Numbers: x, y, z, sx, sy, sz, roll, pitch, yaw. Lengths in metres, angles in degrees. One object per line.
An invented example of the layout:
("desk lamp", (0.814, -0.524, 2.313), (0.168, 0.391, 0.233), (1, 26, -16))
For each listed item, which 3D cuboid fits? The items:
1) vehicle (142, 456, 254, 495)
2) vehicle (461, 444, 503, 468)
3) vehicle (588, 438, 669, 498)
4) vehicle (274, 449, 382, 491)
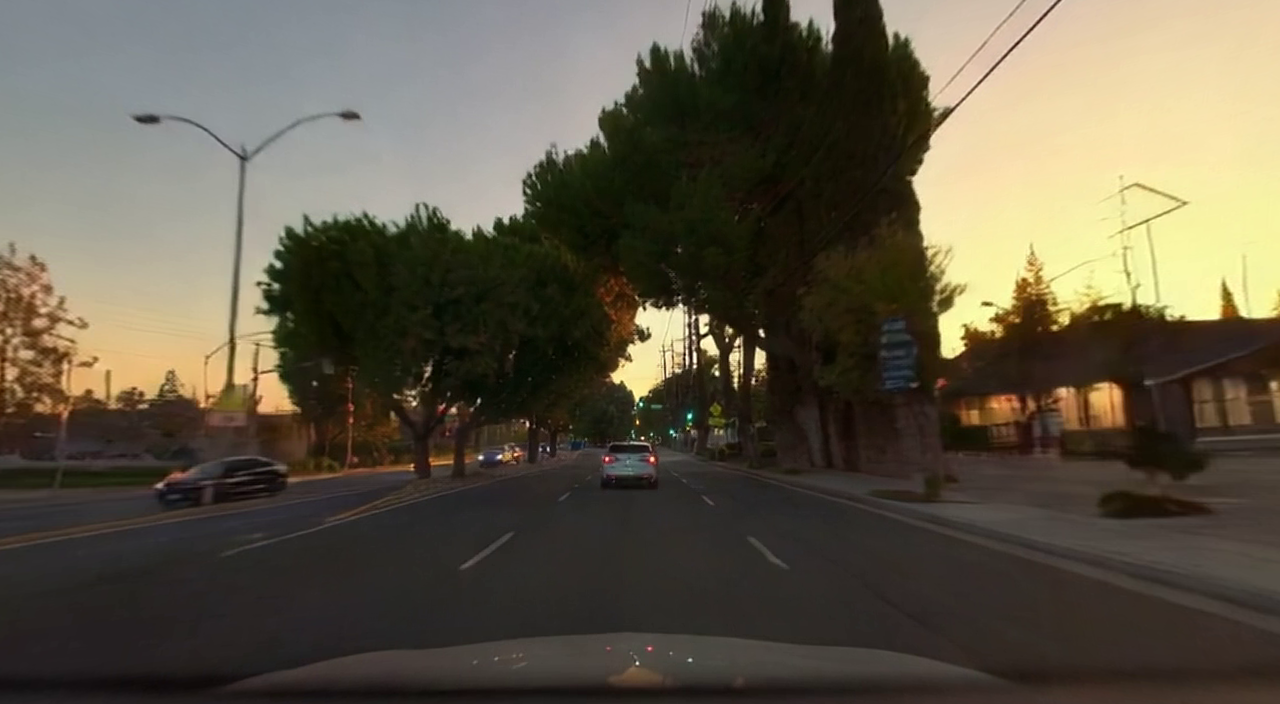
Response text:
("vehicle", (-19.067, 5.306, 27.420), (1.819, 1.473, 4.258), (1, -9, -1))
("vehicle", (-12.048, 7.944, 48.230), (1.999, 1.695, 4.334), (0, -9, 1))
("vehicle", (-0.317, 3.301, 18.320), (2.062, 1.519, 4.214), (1, -9, -1))
("vehicle", (-12.443, 4.718, 25.519), (1.936, 1.498, 4.611), (0, -9, 1))
